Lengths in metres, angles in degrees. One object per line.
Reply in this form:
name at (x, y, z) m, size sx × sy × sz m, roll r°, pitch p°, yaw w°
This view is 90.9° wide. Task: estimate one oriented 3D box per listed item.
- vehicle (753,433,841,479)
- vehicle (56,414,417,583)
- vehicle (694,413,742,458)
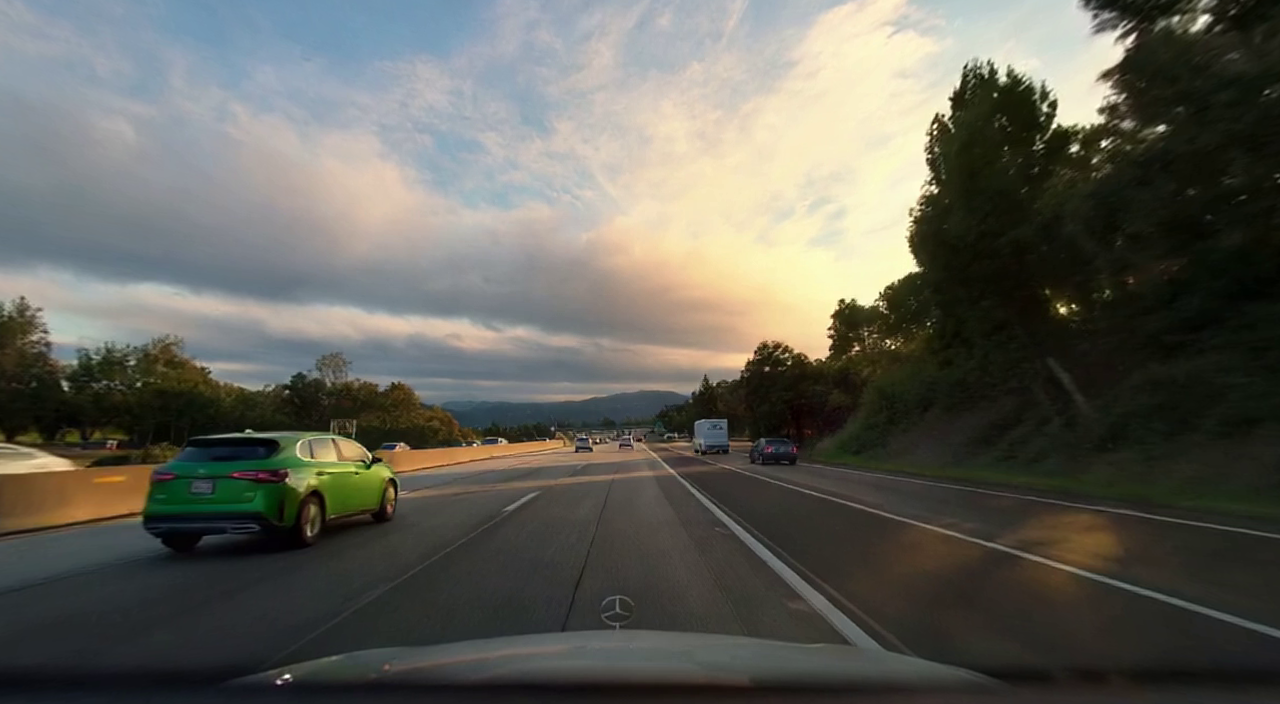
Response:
vehicle at (5.234, 3.503, 21.595) m, size 1.920 × 1.436 × 3.890 m, roll 0°, pitch -8°, yaw -2°
vehicle at (-4.475, 1.632, 7.890) m, size 1.966 × 1.570 × 3.859 m, roll 0°, pitch -8°, yaw -1°
vehicle at (5.392, 5.892, 44.446) m, size 2.588 × 2.910 × 5.511 m, roll 0°, pitch -8°, yaw -1°
